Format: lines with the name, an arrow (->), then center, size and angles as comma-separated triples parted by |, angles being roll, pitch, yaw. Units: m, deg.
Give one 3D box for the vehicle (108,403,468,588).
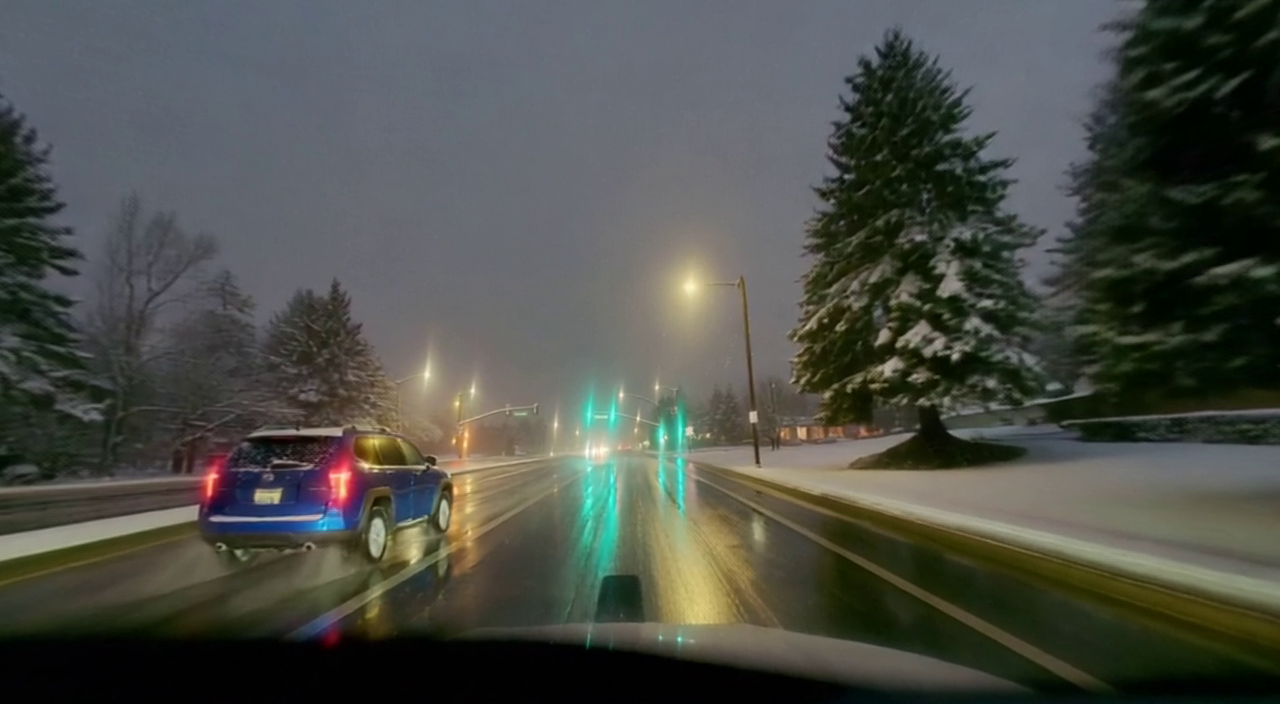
vehicle -> -3.923, 1.680, 8.213 | 2.121, 1.724, 4.392 | 0, -9, 0
